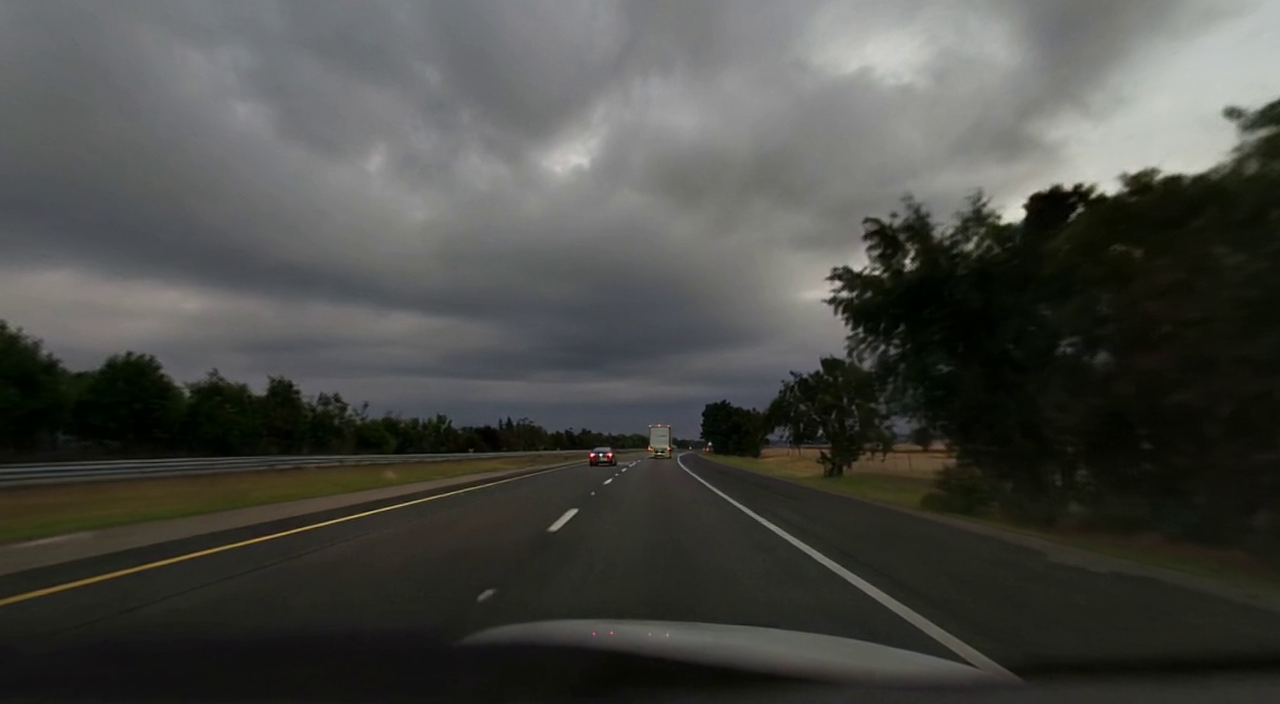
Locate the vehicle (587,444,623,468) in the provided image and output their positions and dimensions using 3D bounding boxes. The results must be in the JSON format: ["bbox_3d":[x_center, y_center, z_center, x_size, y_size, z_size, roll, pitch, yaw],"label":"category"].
[{"bbox_3d":[-2.384,7.225,43.909,2.199,1.555,4.451,0,-9,1],"label":"vehicle"}]
